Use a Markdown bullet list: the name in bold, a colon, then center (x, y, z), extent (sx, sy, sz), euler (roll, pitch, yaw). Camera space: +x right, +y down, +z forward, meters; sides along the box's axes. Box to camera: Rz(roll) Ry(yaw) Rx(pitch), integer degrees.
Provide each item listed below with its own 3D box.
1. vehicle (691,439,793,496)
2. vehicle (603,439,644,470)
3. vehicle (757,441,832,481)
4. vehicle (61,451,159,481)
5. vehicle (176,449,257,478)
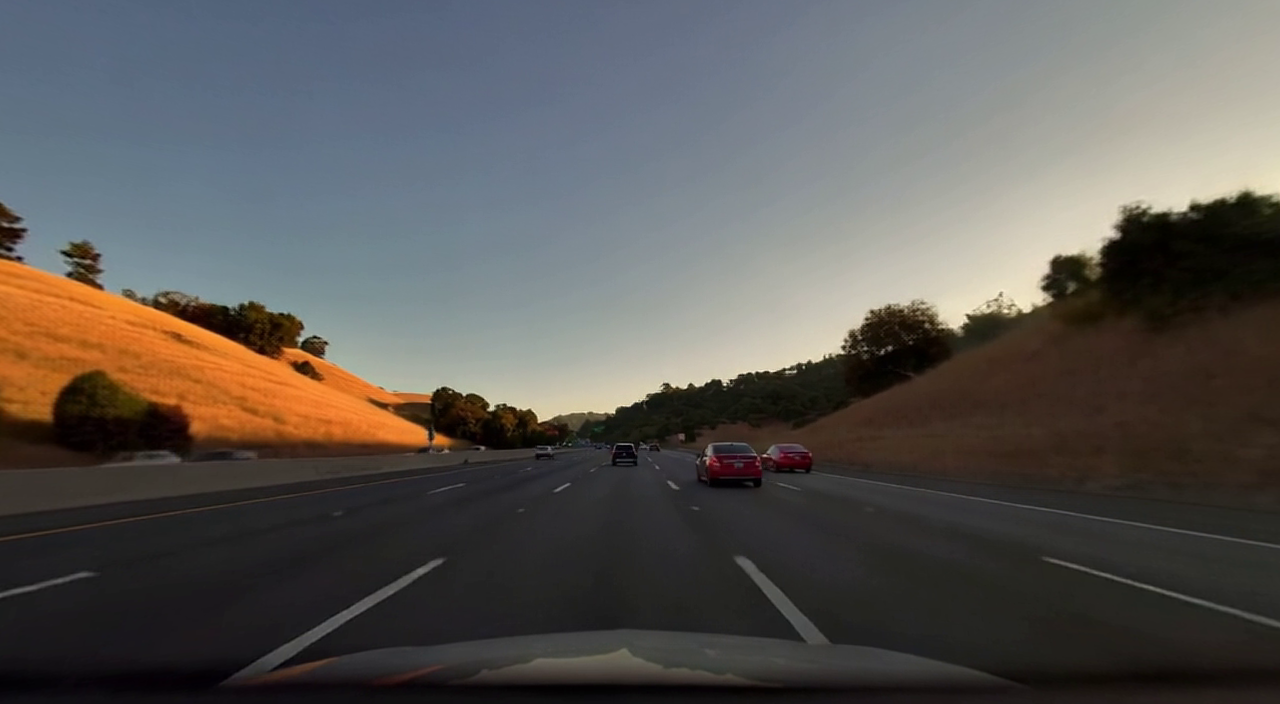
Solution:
- **vehicle**: center (2.883, 3.388, 19.024), extent (2.120, 1.492, 4.734), euler (0, -8, -2)
- **vehicle**: center (-0.917, 5.972, 36.963), extent (2.277, 1.675, 4.023), euler (0, -8, 0)
- **vehicle**: center (6.156, 4.386, 25.670), extent (1.845, 1.452, 4.352), euler (0, -8, -2)
- **vehicle**: center (-33.726, 7.241, 40.418), extent (1.899, 1.763, 5.026), euler (0, -8, 0)
- **vehicle**: center (-29.843, 7.840, 44.758), extent (2.091, 1.799, 5.192), euler (0, -8, 0)
